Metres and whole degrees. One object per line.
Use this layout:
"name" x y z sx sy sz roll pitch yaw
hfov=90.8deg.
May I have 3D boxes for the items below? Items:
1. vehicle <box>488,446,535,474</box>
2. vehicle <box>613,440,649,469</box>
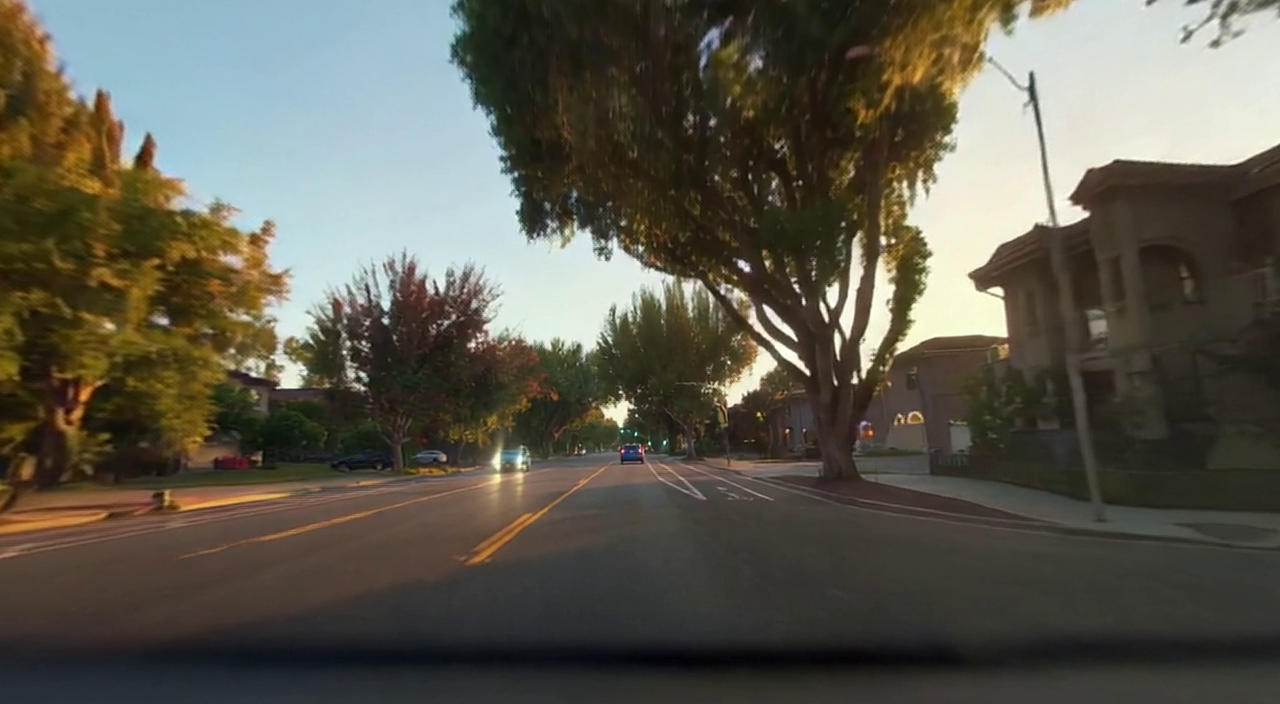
"vehicle" -7.560 6.371 37.513 1.967 1.571 3.853 0 -9 0
"vehicle" -0.630 6.826 42.260 2.230 1.827 4.298 0 -9 -2
